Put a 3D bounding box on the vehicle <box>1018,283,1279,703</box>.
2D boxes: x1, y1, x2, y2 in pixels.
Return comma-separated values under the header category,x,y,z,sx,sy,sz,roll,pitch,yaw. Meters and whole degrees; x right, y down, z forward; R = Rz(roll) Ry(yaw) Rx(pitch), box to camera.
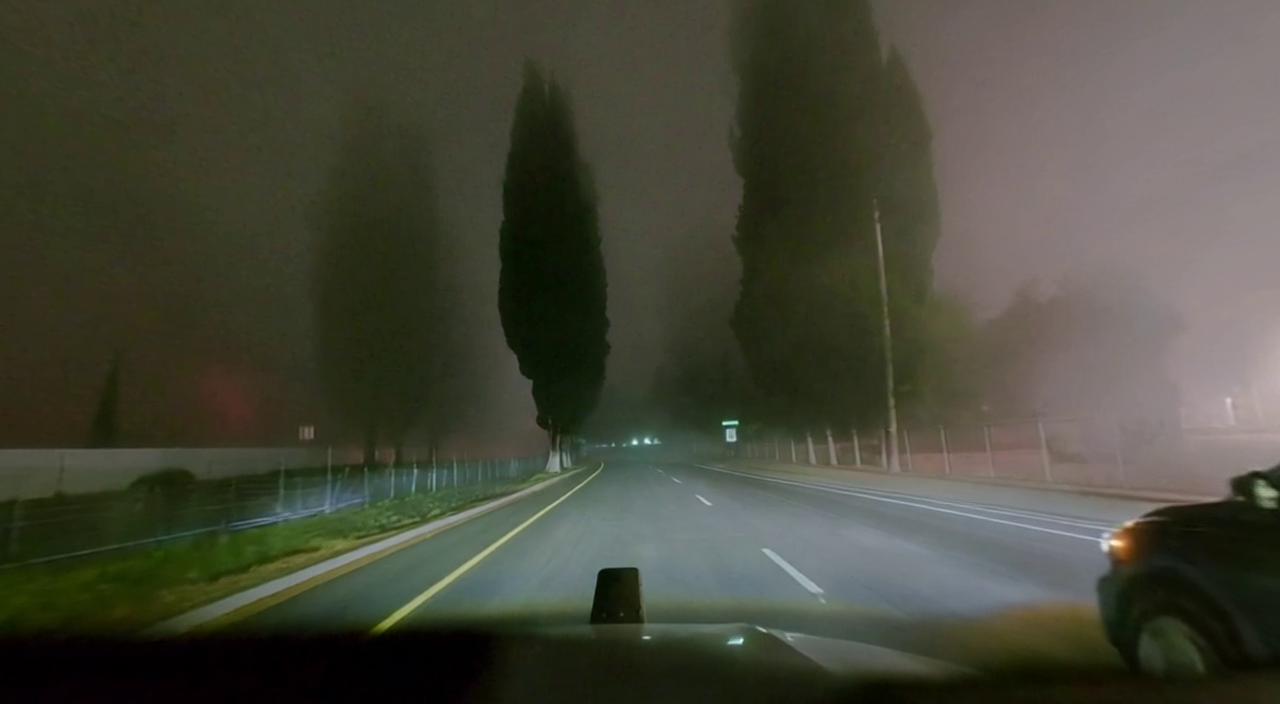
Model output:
category,x,y,z,sx,sy,sz,roll,pitch,yaw
vehicle,3.982,0.530,1.406,2.379,2.017,6.089,0,-8,-2
